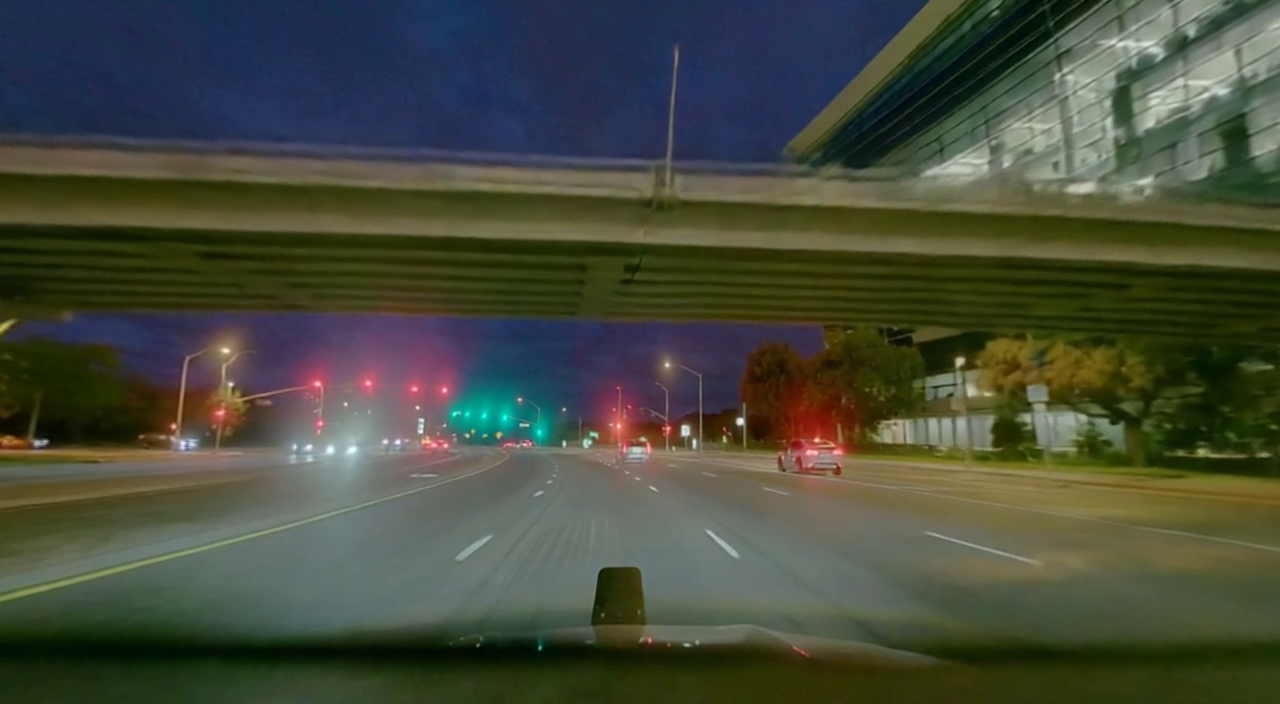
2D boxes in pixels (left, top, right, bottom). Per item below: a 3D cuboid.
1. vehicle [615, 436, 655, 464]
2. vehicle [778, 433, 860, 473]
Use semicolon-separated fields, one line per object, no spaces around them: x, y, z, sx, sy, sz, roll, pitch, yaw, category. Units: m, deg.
-0.372;6.346;40.963;2.024;1.724;3.928;1;-9;-9;vehicle
8.359;4.764;30.021;2.130;1.741;4.665;1;-8;-5;vehicle
